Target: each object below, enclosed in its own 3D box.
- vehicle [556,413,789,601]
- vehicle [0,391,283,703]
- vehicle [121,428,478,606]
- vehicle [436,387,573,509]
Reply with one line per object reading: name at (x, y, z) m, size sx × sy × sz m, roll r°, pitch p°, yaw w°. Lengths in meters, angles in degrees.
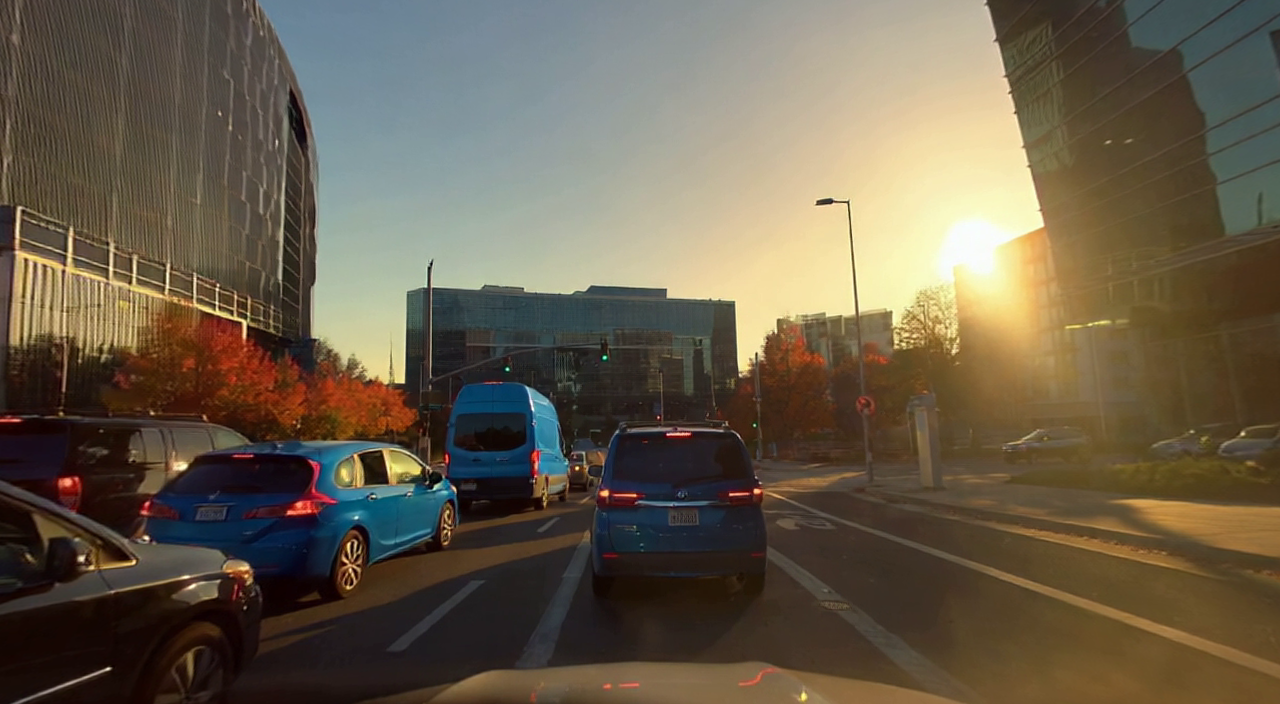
vehicle at (0.192, 1.599, 7.212) m, size 1.979 × 1.562 × 3.630 m, roll 0°, pitch -9°, yaw -3°
vehicle at (-2.907, 0.815, 1.513) m, size 1.893 × 1.491 × 3.798 m, roll 0°, pitch -9°, yaw -1°
vehicle at (-3.488, 1.756, 7.572) m, size 1.955 × 1.499 × 4.223 m, roll 0°, pitch -9°, yaw 0°
vehicle at (-3.262, 2.537, 16.593) m, size 2.343 × 2.635 × 5.684 m, roll 0°, pitch -9°, yaw 0°
